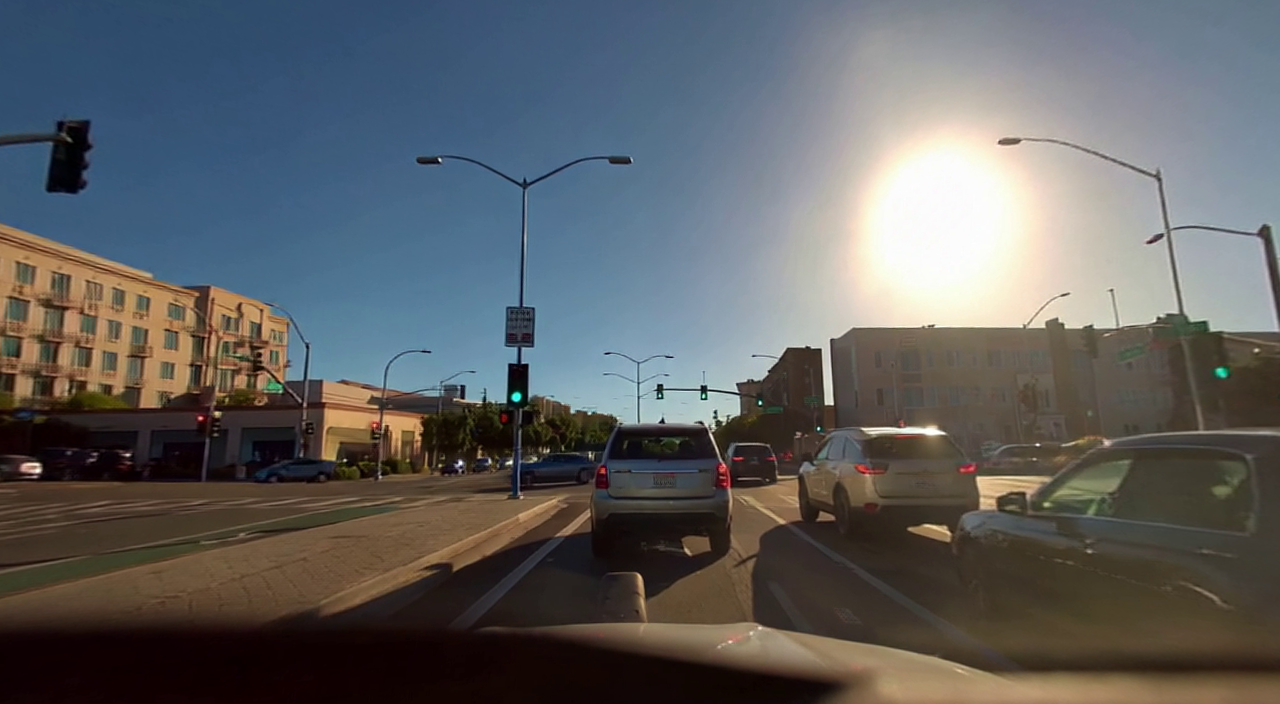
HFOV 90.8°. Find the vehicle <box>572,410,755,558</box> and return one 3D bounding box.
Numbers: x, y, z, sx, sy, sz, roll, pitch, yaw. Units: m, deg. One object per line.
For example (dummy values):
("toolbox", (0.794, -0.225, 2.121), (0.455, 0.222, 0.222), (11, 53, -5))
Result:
("vehicle", (0.332, 1.997, 10.233), (2.292, 1.840, 4.394), (0, -9, 1))

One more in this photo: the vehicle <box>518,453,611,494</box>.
("vehicle", (-3.082, 4.760, 24.949), (1.885, 1.430, 4.447), (5, -12, -32))

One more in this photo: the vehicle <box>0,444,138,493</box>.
("vehicle", (-24.863, 4.917, 26.842), (5.062, 1.946, 2.243), (0, -9, -1))

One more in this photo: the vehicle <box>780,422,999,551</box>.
("vehicle", (3.812, 2.126, 10.645), (2.018, 1.701, 4.288), (0, -9, 1))

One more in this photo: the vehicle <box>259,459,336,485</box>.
("vehicle", (-22.004, 7.704, 40.663), (3.981, 1.477, 1.872), (7, -11, -38))

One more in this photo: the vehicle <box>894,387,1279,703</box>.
("vehicle", (3.313, 1.077, 3.455), (2.056, 1.516, 4.776), (-1, -9, 3))
